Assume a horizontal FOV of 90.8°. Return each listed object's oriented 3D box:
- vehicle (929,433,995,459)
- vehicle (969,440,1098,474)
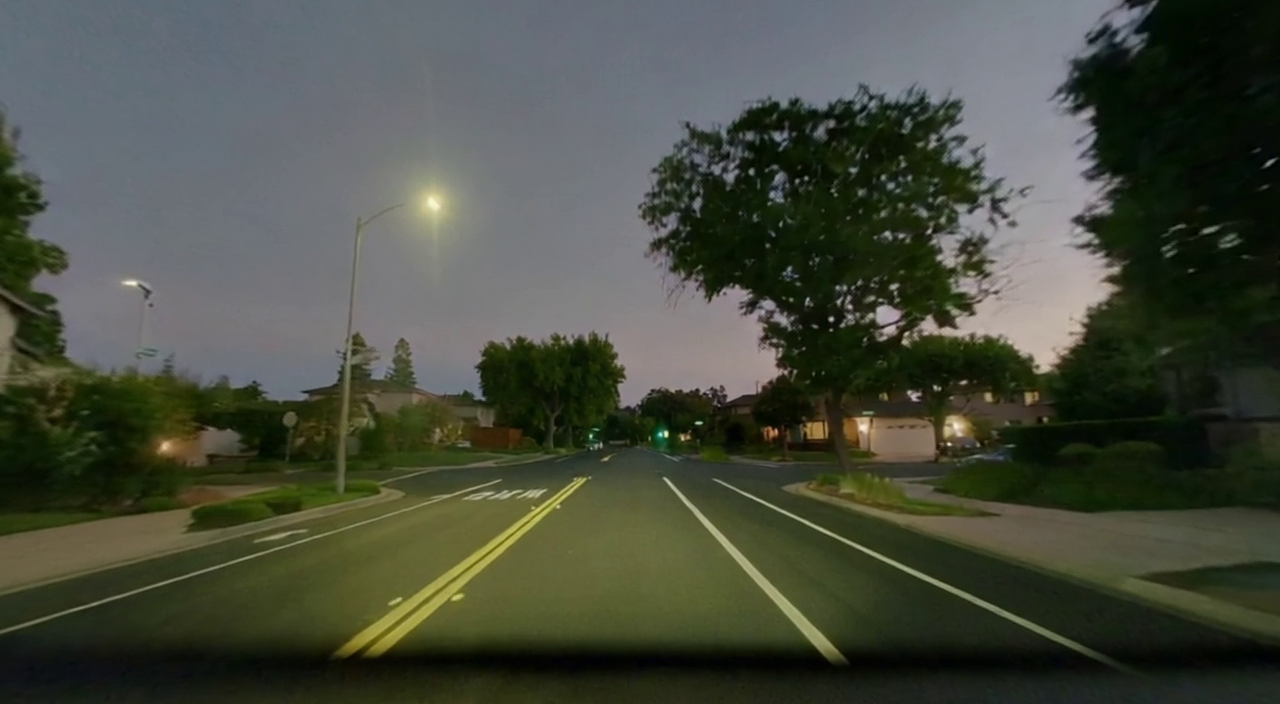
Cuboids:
[{"bbox_3d":[22.886,6.647,45.088,1.879,1.584,4.761,1,-6,-5],"label":"vehicle"},{"bbox_3d":[17.507,4.679,28.281,4.368,1.457,2.031,0,-8,1],"label":"vehicle"}]
